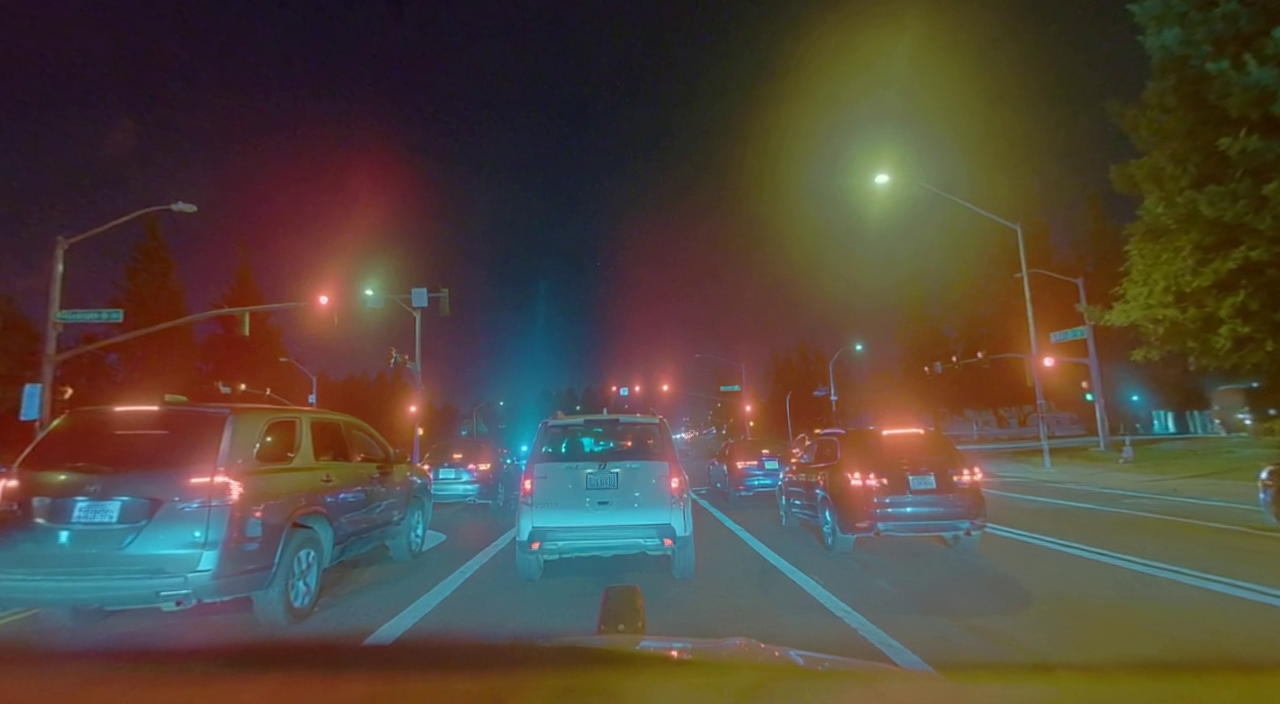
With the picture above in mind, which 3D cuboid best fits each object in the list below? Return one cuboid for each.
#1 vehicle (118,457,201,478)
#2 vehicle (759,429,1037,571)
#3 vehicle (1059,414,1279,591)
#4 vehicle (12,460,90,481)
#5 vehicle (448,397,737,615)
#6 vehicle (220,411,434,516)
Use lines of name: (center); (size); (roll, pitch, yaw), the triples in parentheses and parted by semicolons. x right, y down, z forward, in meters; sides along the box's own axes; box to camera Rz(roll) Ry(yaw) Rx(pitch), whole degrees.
vehicle: (-37.353, 8.970, 48.870); (4.914, 1.487, 1.850); (0, -8, 1)
vehicle: (3.135, 1.885, 8.873); (1.971, 1.473, 4.495); (0, -8, -1)
vehicle: (6.558, 1.418, 6.161); (1.941, 1.532, 4.152); (0, -8, -1)
vehicle: (-45.755, 9.211, 48.811); (4.232, 1.498, 1.791); (0, -8, 1)
vehicle: (-0.343, 1.507, 7.035); (2.256, 1.694, 4.055); (0, -8, 1)
vehicle: (-6.736, 2.473, 14.408); (2.214, 1.953, 5.017); (0, -8, 1)
